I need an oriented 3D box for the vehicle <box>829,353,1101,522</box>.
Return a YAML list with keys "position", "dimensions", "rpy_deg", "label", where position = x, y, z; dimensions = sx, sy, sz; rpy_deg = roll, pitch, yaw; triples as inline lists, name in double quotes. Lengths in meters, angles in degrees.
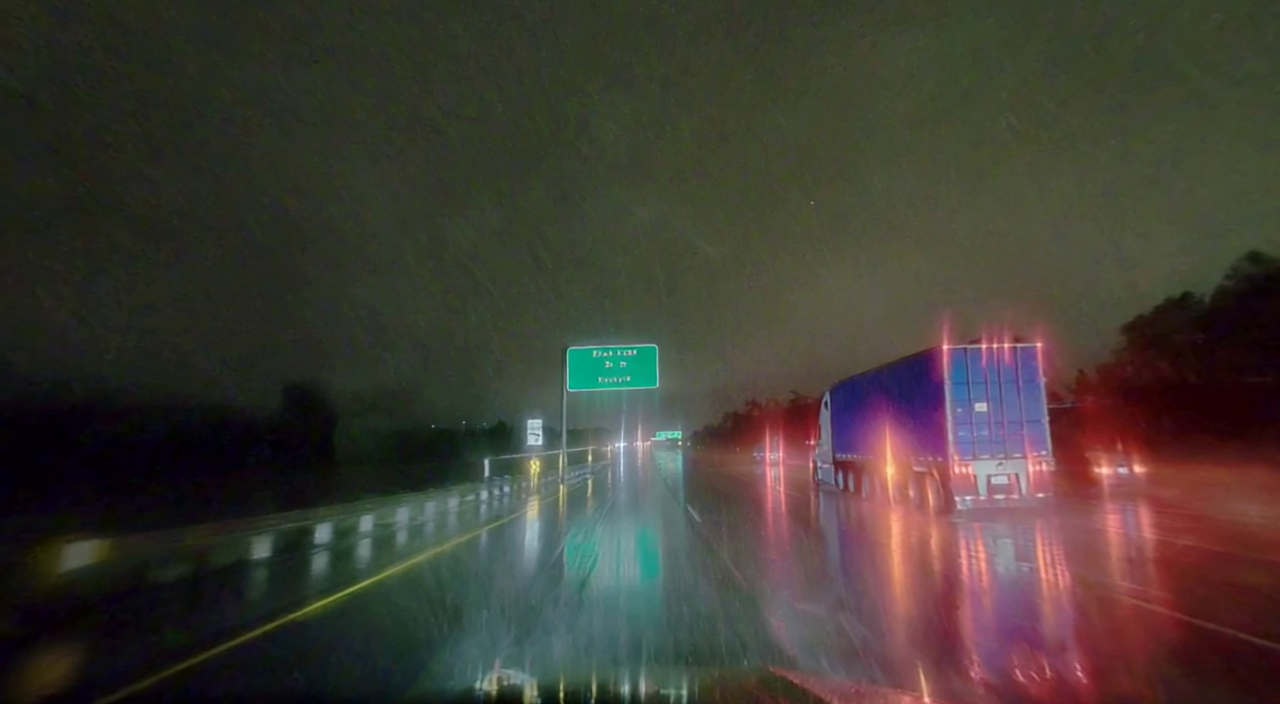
- position: [7.265, 2.184, 15.741]
  dimensions: [2.690, 3.197, 7.515]
  rpy_deg: [0, -9, 0]
  label: "vehicle"
